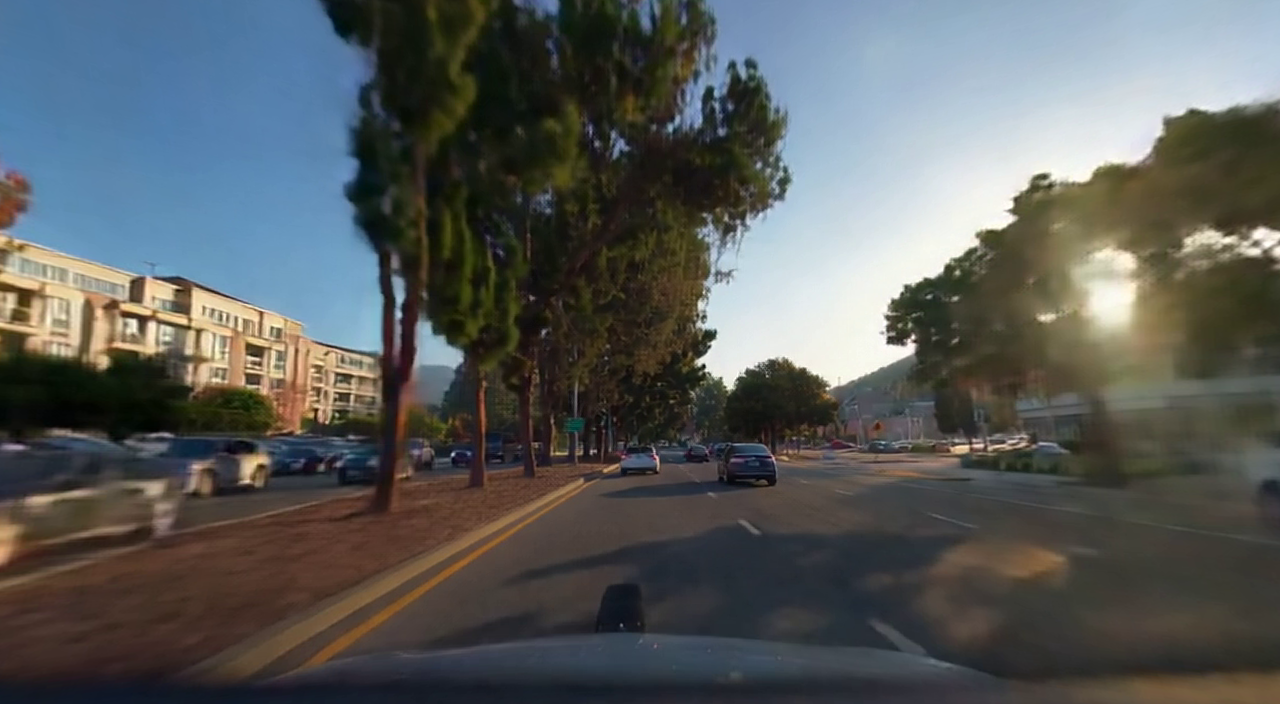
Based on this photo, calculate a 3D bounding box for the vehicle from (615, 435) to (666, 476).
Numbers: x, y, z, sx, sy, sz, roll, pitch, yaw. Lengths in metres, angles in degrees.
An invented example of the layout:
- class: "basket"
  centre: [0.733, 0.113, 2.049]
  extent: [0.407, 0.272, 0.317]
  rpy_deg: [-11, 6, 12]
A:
- class: "vehicle"
  centre: [0.068, 4.616, 28.285]
  extent: [2.101, 1.694, 3.979]
  rpy_deg: [0, -9, 2]

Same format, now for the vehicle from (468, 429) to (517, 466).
- class: "vehicle"
  centre: [-11.222, 7.299, 48.562]
  extent: [2.263, 2.542, 5.913]
  rpy_deg: [-2, -8, 1]

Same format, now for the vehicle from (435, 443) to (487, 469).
- class: "vehicle"
  centre: [-11.345, 6.617, 40.383]
  extent: [1.923, 1.502, 4.422]
  rpy_deg: [0, -9, 1]

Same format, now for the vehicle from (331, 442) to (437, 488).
- class: "vehicle"
  centre: [-8.908, 3.960, 22.444]
  extent: [1.850, 1.447, 4.436]
  rpy_deg: [0, -9, 0]

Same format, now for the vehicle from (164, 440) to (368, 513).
- class: "vehicle"
  centre: [-8.434, 2.815, 14.861]
  extent: [2.007, 1.443, 4.447]
  rpy_deg: [0, -9, 1]

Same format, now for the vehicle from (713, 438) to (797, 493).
- class: "vehicle"
  centre: [3.426, 3.457, 19.576]
  extent: [1.852, 1.498, 3.825]
  rpy_deg: [0, -9, 0]

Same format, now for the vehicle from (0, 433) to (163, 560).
- class: "vehicle"
  centre: [-8.478, 1.718, 7.571]
  extent: [1.992, 1.465, 4.458]
  rpy_deg: [0, -9, 0]
